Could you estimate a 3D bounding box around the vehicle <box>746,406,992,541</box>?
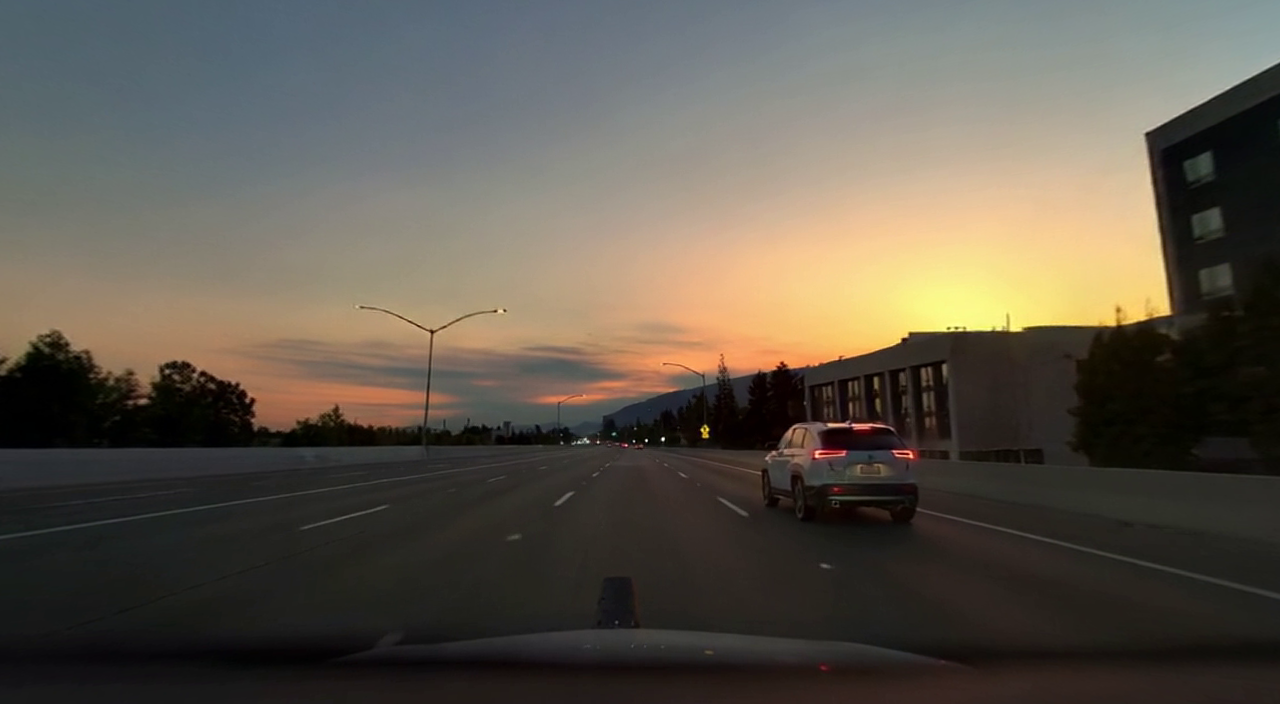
[{"bbox_3d":[3.452,1.979,10.913,2.212,1.753,5.064,0,-9,-2],"label":"vehicle"}]
